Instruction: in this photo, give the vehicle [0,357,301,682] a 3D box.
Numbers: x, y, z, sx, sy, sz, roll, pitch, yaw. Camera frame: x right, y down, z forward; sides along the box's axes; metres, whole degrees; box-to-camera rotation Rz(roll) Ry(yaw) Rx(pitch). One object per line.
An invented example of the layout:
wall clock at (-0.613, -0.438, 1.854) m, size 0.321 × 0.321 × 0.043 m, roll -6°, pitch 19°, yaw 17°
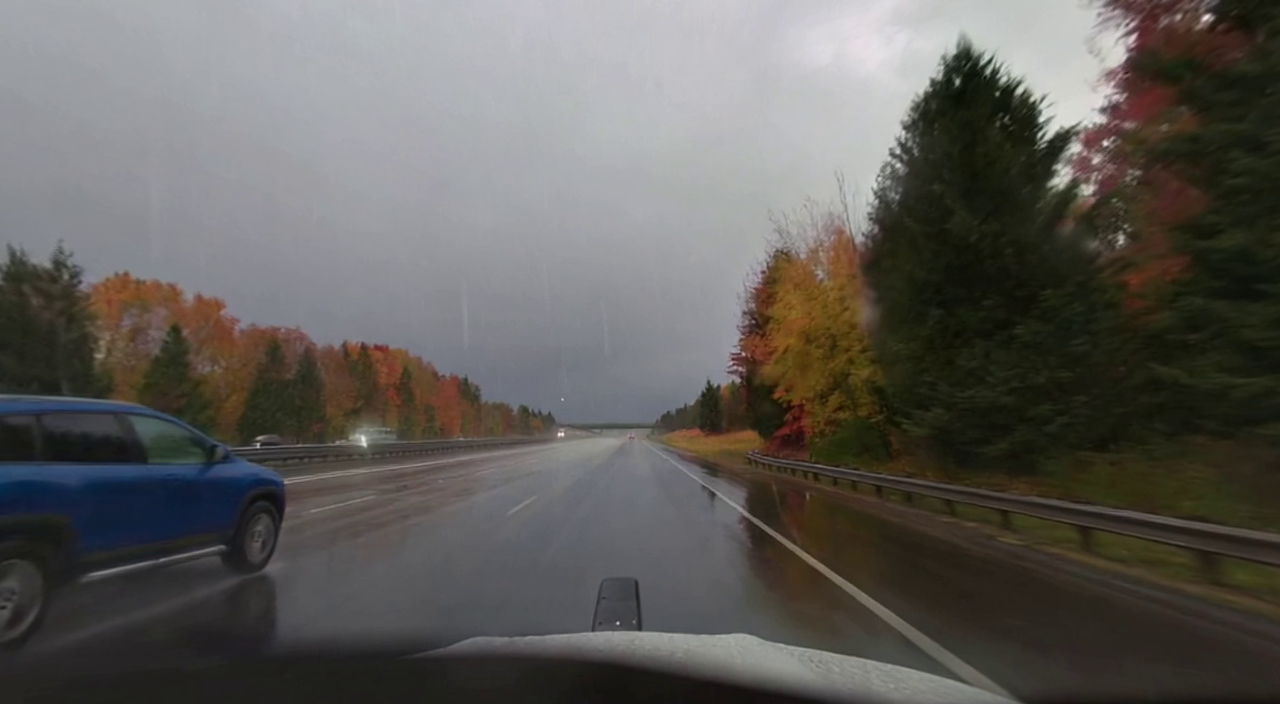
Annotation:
vehicle at (-4.333, 0.934, 3.745) m, size 2.057 × 1.666 × 4.552 m, roll 0°, pitch -8°, yaw 0°
